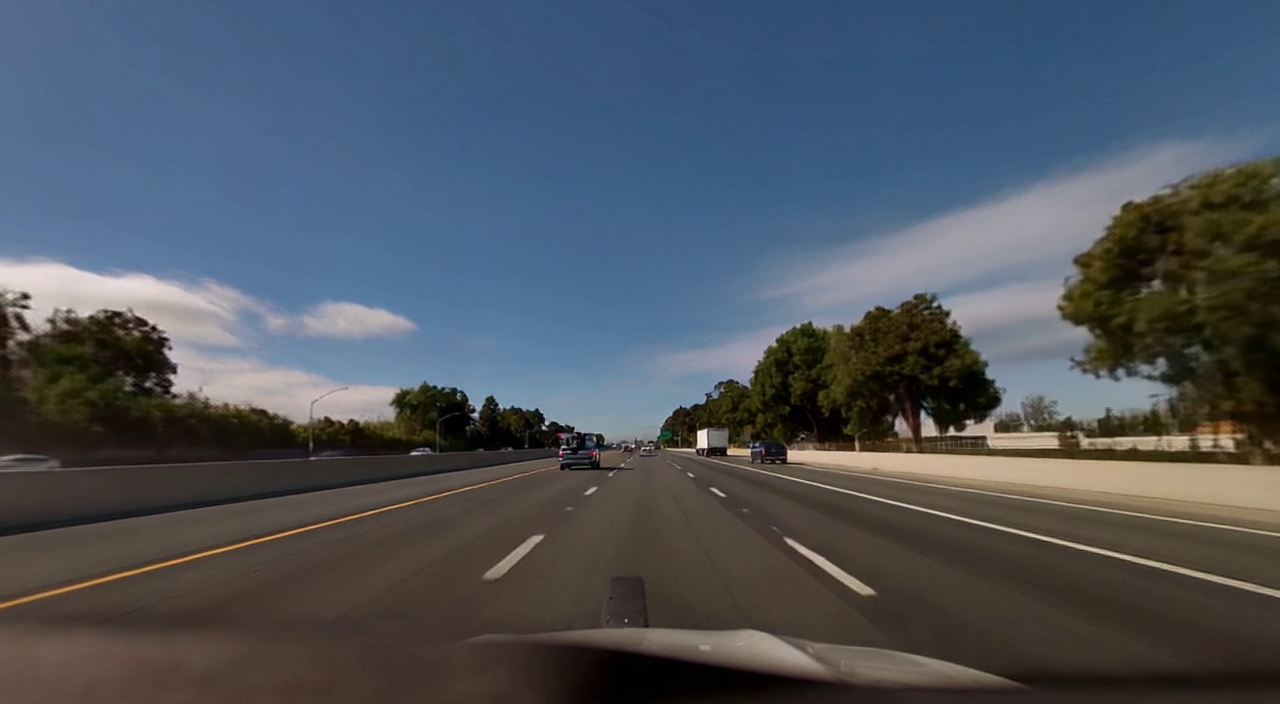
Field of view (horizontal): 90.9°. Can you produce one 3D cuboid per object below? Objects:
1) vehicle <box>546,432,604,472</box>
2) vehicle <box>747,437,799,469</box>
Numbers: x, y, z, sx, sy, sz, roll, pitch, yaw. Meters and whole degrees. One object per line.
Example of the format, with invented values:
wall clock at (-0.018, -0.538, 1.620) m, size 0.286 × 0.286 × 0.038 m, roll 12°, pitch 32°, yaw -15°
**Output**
vehicle at (-3.311, 5.269, 33.420) m, size 2.453 × 1.952 × 5.320 m, roll 0°, pitch -8°, yaw 1°
vehicle at (7.711, 5.890, 36.860) m, size 2.063 × 1.706 × 4.259 m, roll 0°, pitch -8°, yaw 0°
